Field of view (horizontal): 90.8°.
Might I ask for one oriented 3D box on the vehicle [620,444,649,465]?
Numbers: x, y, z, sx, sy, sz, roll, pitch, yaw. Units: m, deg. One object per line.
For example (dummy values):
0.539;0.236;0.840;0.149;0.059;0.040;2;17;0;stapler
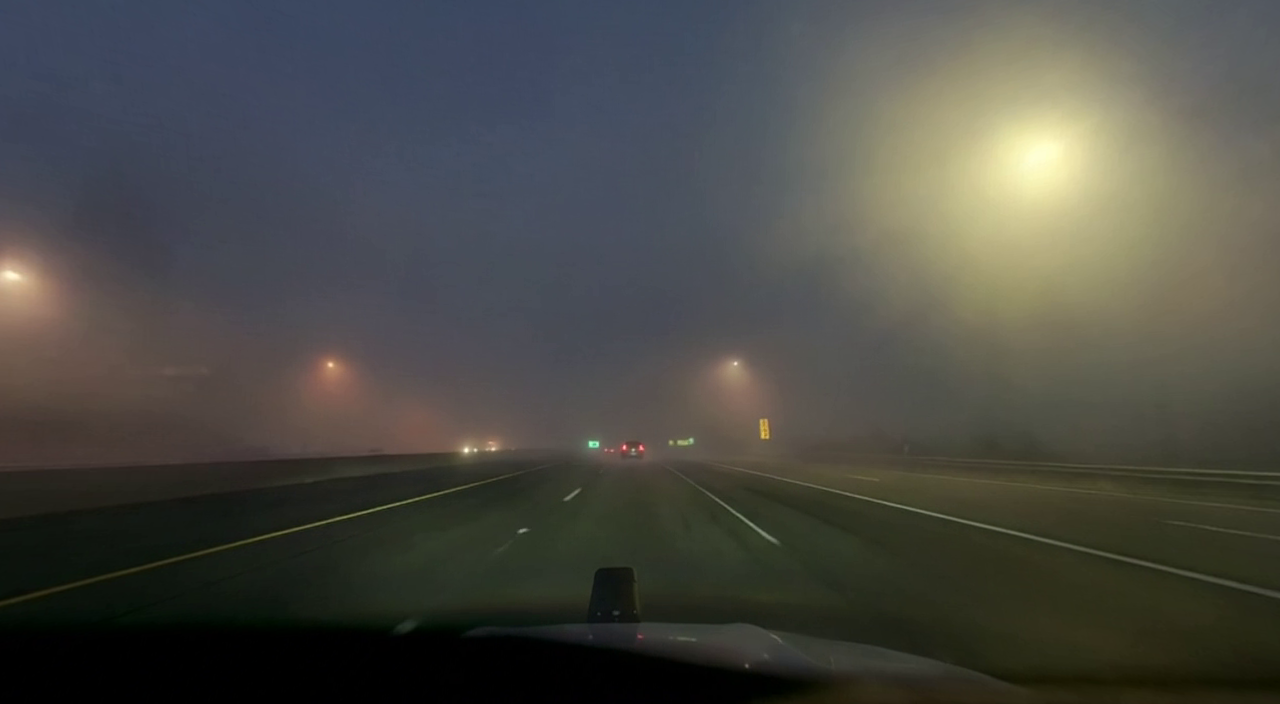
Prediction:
-0.458;7.797;48.226;2.118;1.466;4.165;0;-8;-2;vehicle
